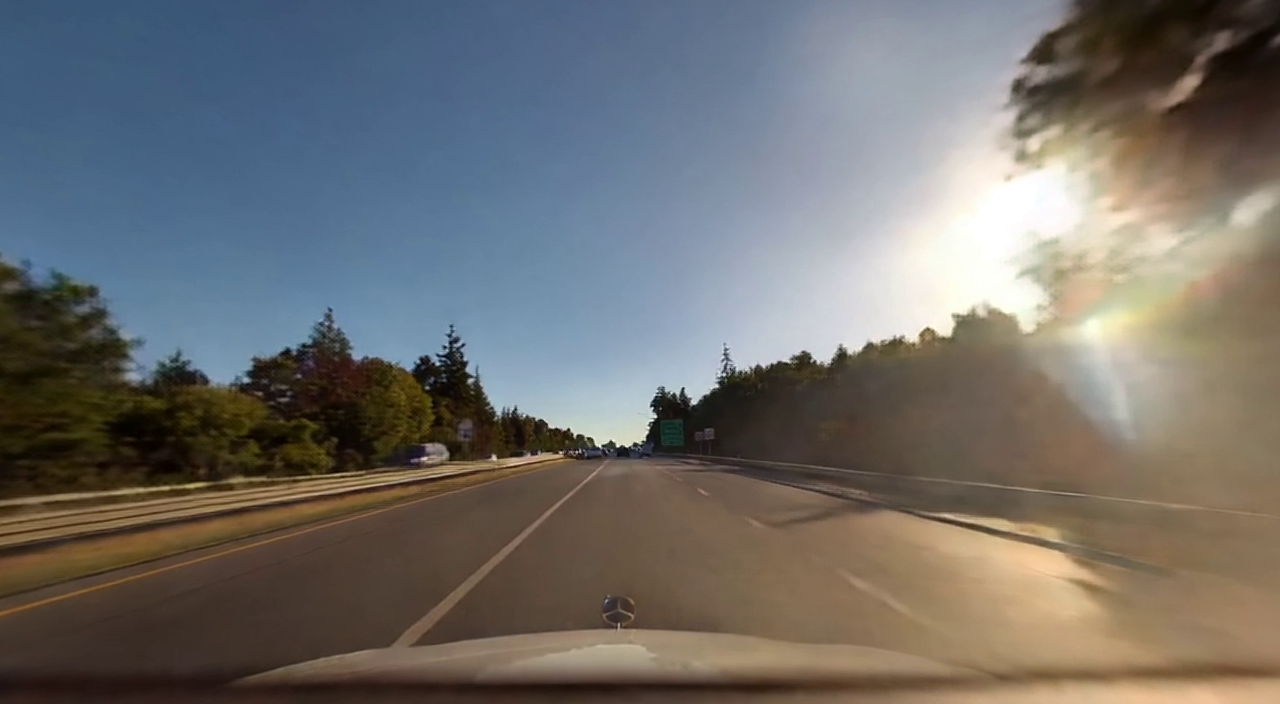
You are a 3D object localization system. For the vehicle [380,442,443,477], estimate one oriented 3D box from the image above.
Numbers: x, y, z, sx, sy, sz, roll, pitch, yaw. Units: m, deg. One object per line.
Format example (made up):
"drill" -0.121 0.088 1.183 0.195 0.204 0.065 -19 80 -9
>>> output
"vehicle" -16.205 7.664 44.805 2.303 2.310 5.855 0 -9 0
